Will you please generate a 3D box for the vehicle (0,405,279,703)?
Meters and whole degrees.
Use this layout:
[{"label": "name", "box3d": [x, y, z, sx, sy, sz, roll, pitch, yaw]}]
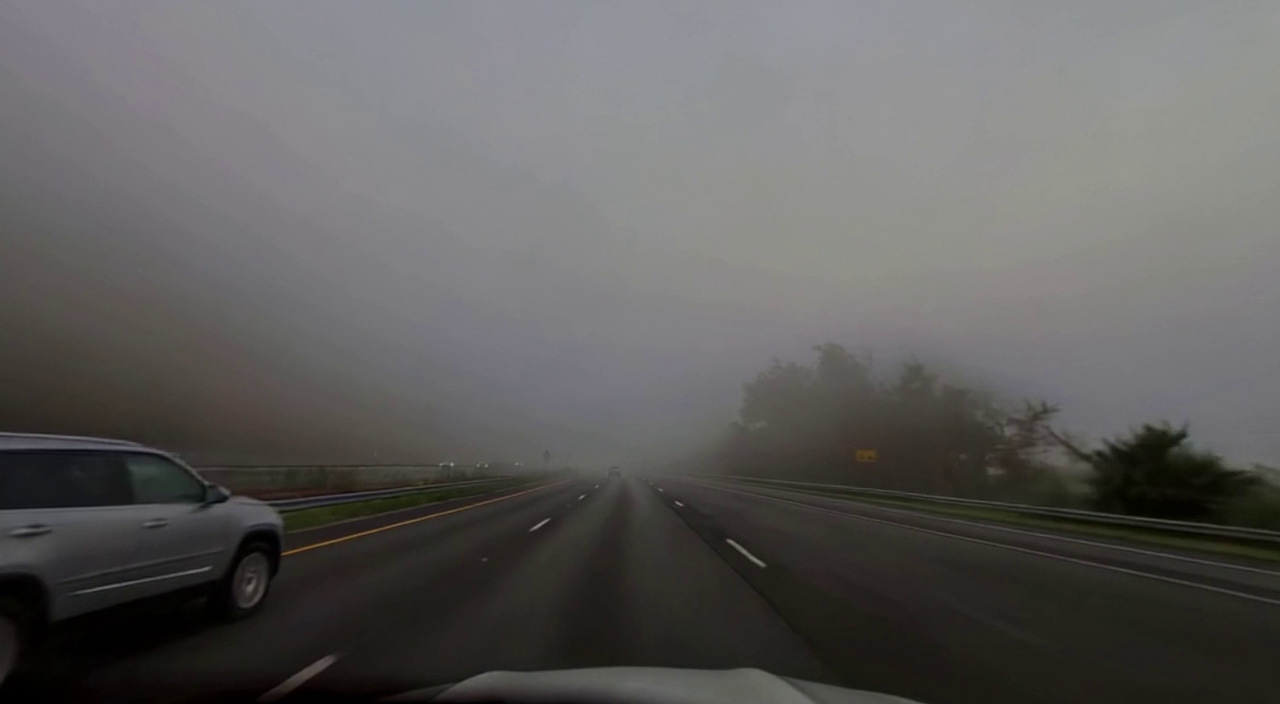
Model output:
[{"label": "vehicle", "box3d": [-4.279, 1.174, 3.787, 2.025, 1.584, 3.657, 1, -10, -1]}]
